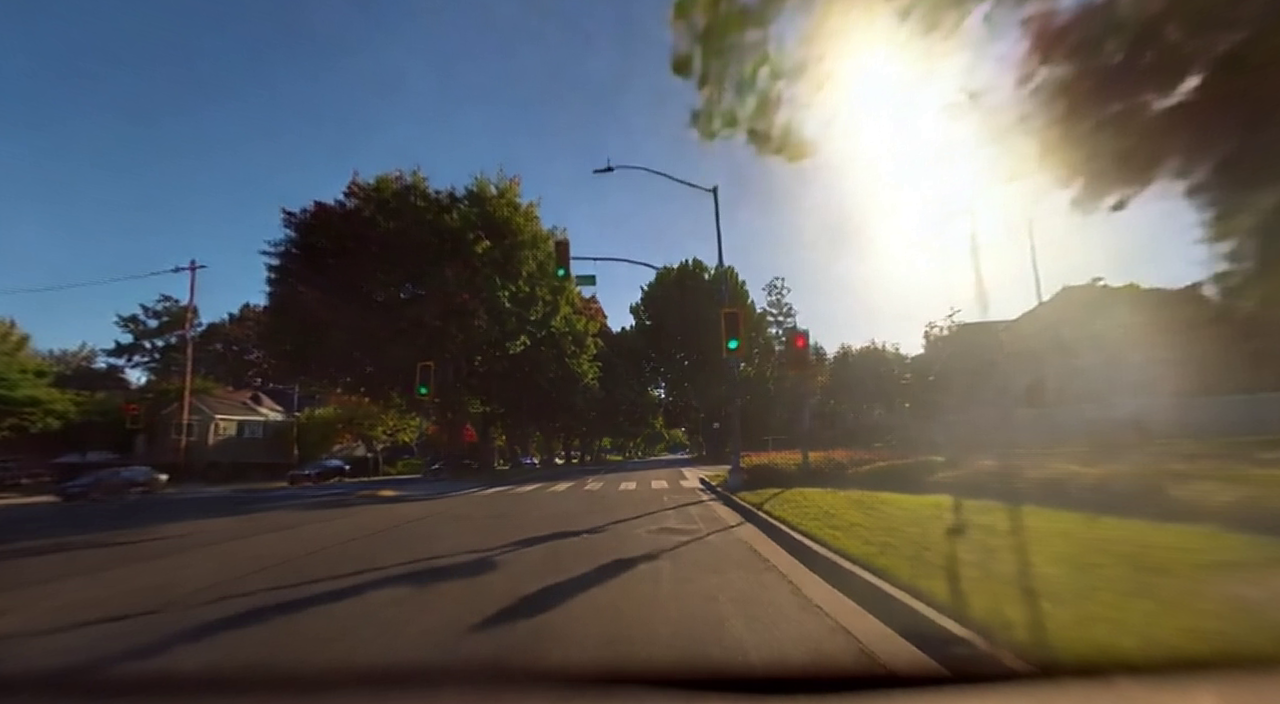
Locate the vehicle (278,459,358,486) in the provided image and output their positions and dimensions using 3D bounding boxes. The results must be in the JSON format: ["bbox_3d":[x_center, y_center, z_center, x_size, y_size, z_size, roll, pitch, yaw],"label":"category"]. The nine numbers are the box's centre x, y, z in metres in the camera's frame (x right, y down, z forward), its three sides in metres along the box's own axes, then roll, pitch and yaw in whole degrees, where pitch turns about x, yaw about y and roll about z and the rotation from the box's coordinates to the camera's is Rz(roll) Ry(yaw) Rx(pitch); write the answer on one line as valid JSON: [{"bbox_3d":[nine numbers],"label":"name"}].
[{"bbox_3d":[-21.061,7.888,41.496,1.862,1.529,4.370,-4,-9,24],"label":"vehicle"}]

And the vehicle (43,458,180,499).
[{"bbox_3d":[-26.424,6.289,31.783,1.907,1.766,4.804,-5,-10,30],"label":"vehicle"}]

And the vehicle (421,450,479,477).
[{"bbox_3d":[-13.559,7.938,45.432,2.106,1.782,4.974,-1,-9,7],"label":"vehicle"}]
